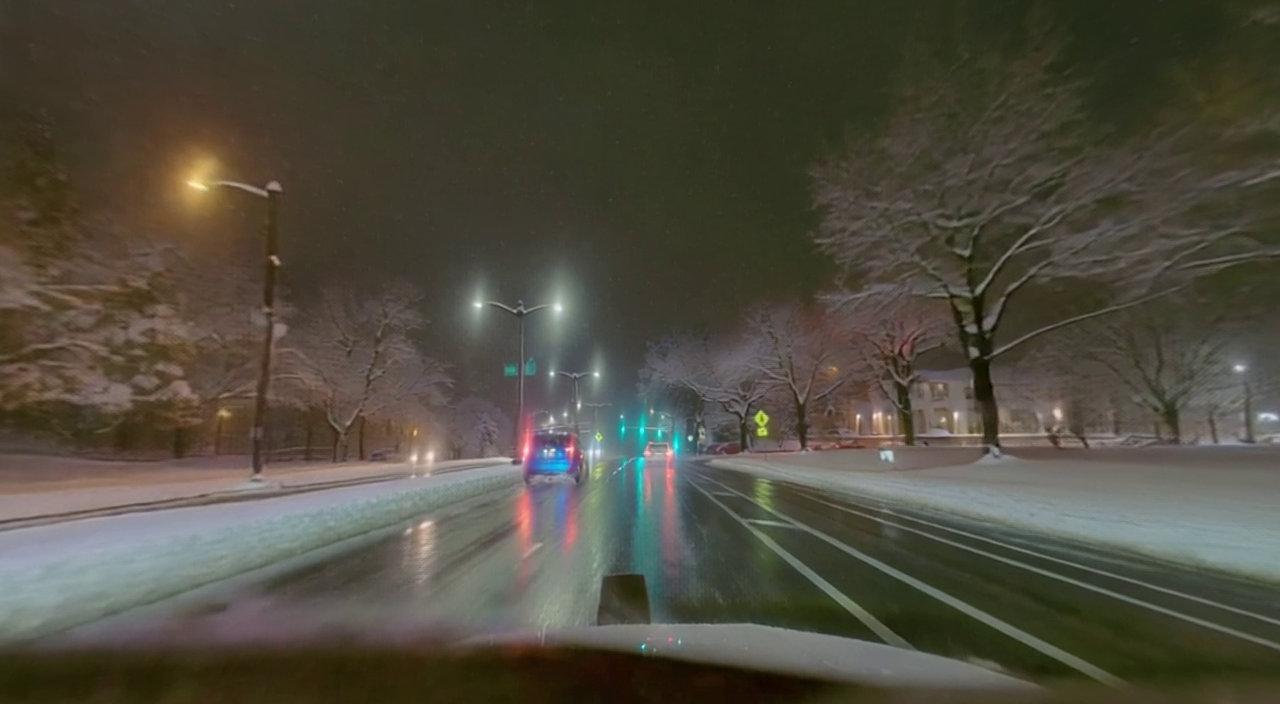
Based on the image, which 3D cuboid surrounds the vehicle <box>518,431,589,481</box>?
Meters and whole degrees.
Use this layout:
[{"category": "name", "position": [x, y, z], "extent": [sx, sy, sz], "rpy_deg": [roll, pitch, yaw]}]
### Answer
[{"category": "vehicle", "position": [-3.346, 4.135, 25.313], "extent": [2.150, 1.812, 4.423], "rpy_deg": [0, -8, 1]}]
